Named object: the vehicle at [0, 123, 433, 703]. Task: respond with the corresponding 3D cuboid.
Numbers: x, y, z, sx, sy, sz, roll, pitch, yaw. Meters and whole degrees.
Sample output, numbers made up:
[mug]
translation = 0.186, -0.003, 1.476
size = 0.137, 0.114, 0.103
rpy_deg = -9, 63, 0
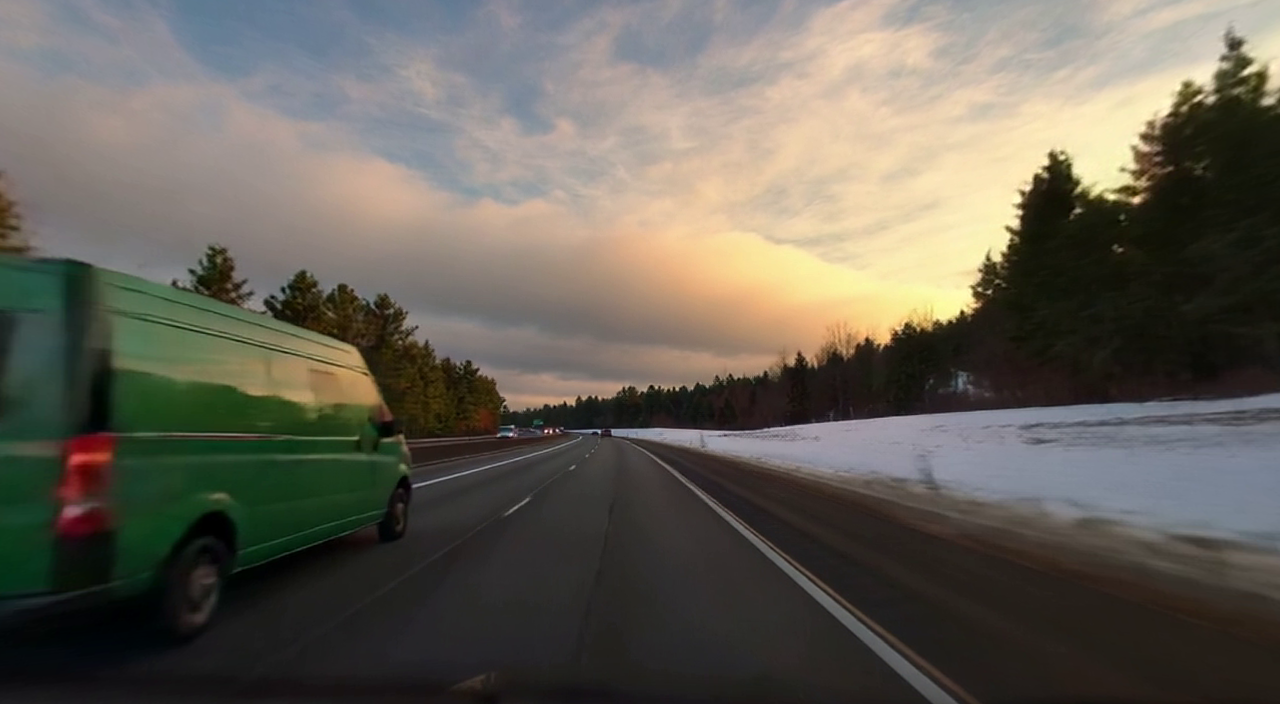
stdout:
[vehicle]
translation = -3.818, 0.685, 4.865
size = 2.561, 2.509, 5.465
rpy_deg = 0, -8, 0
